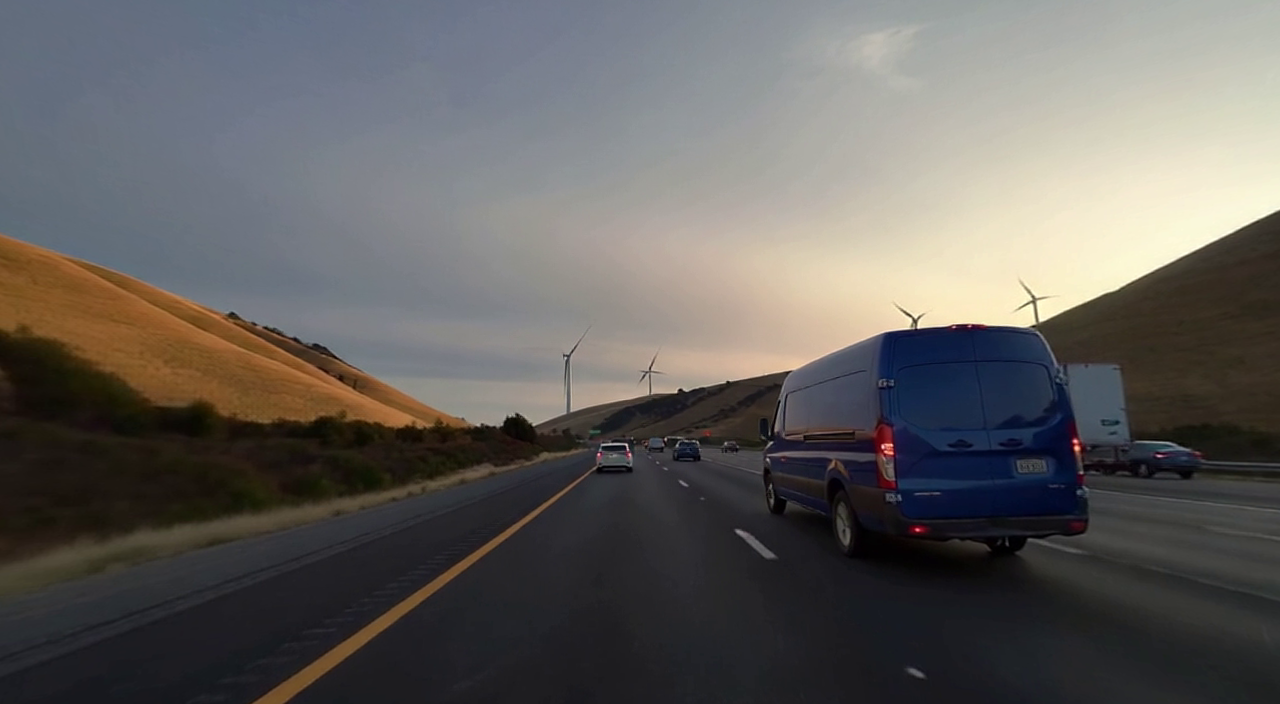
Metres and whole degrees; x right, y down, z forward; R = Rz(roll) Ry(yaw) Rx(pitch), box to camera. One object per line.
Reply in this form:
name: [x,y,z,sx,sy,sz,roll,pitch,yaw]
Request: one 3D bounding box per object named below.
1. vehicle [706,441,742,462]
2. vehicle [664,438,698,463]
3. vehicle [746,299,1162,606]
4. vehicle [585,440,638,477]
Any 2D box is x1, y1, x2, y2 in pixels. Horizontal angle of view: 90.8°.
vehicle: [6.387,7.667,48.811,1.958,1.514,4.930,0,-8,-2]
vehicle: [2.932,7.233,46.391,2.108,1.717,3.996,0,-8,-2]
vehicle: [3.167,1.257,8.360,2.365,2.630,5.754,0,-8,-1]
vehicle: [-1.150,4.507,26.882,2.082,1.445,3.826,0,-8,-1]
